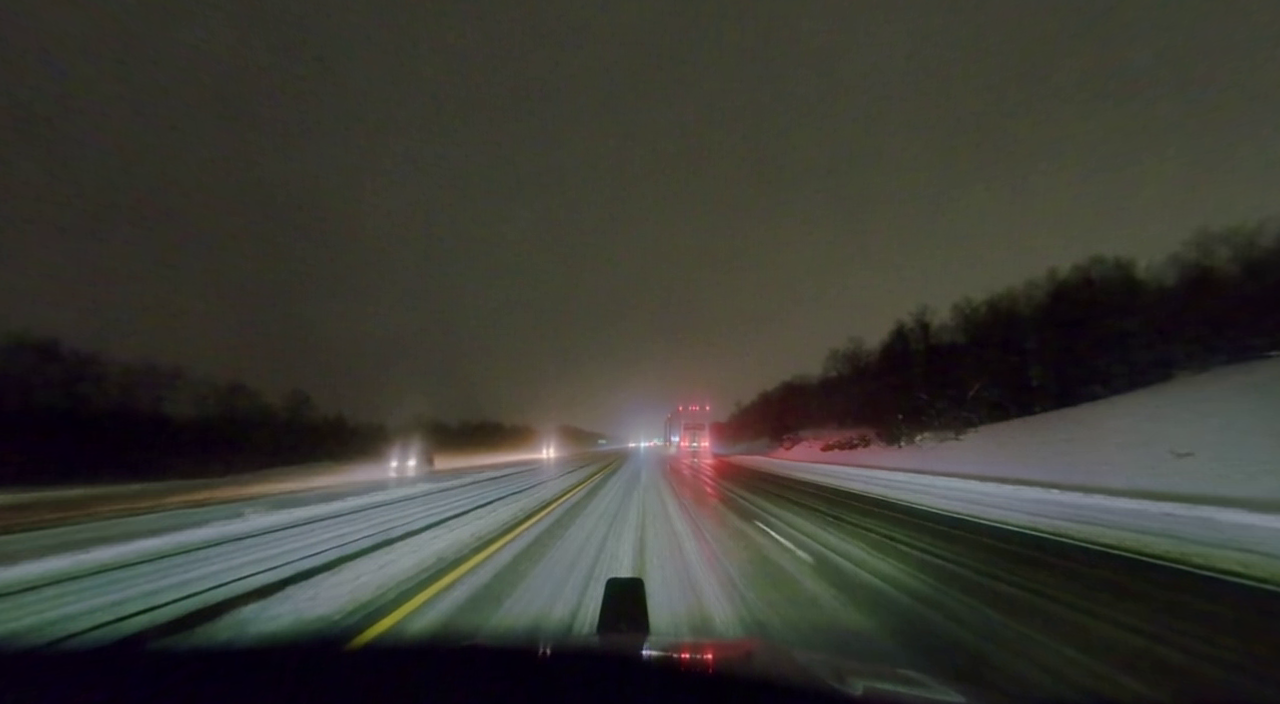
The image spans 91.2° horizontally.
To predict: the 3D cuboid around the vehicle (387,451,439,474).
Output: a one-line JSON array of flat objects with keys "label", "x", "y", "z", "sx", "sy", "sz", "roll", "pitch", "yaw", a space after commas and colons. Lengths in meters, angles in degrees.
[{"label": "vehicle", "x": -16.402, "y": 8.006, "z": 45.643, "sx": 1.913, "sy": 1.512, "sz": 4.689, "roll": 0, "pitch": -9, "yaw": 2}]
